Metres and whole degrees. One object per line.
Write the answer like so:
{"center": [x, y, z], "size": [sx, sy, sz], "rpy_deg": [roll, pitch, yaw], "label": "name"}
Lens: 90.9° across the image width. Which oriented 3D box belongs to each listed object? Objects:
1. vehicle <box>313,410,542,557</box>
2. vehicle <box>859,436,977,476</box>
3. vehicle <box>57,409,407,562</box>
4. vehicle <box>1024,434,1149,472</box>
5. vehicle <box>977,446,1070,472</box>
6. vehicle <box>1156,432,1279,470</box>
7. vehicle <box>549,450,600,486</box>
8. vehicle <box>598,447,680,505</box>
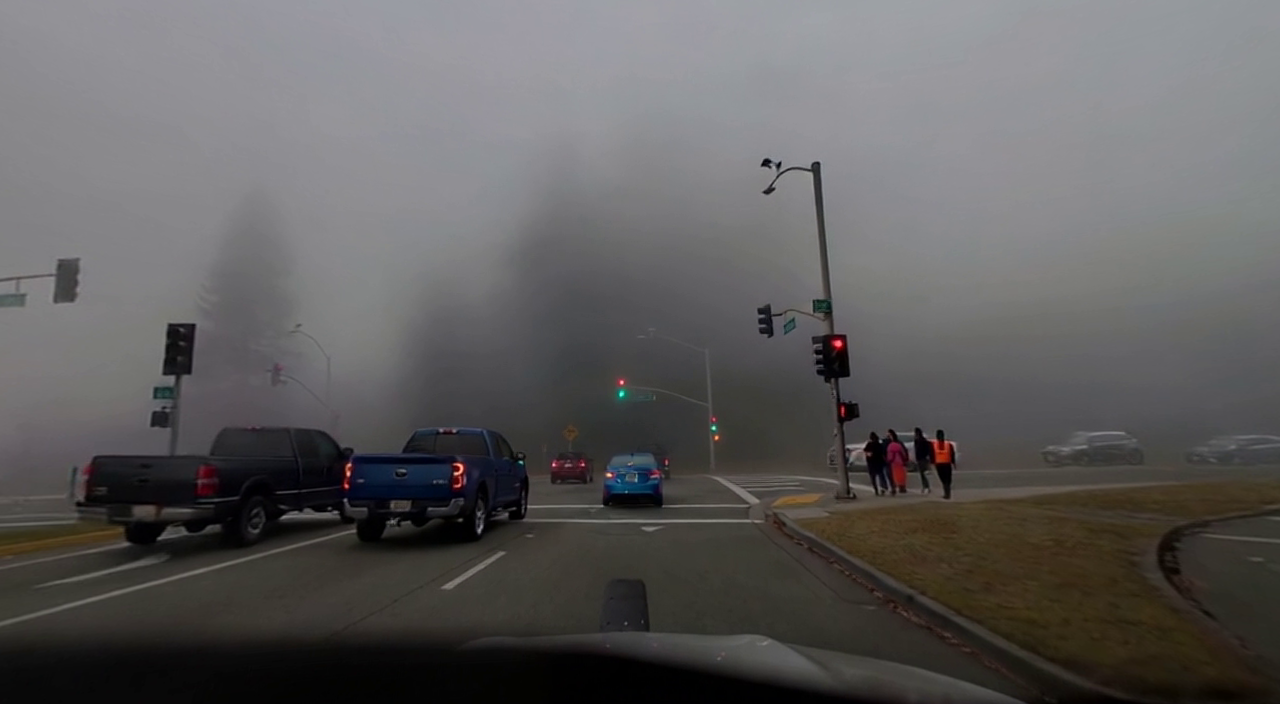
{"center": [-3.250, 2.138, 11.044], "size": [2.202, 1.961, 4.980], "rpy_deg": [0, -9, 1], "label": "vehicle"}
{"center": [12.454, 4.704, 28.488], "size": [4.394, 1.724, 1.886], "rpy_deg": [0, -9, 1], "label": "vehicle"}
{"center": [-6.564, 2.232, 11.468], "size": [2.544, 2.018, 5.893], "rpy_deg": [0, -9, -2], "label": "vehicle"}
{"center": [22.208, 5.027, 31.483], "size": [4.529, 1.786, 2.110], "rpy_deg": [0, -9, 2], "label": "vehicle"}
{"center": [21.408, 5.971, 35.279], "size": [3.983, 1.443, 1.831], "rpy_deg": [0, -9, 1], "label": "vehicle"}
{"center": [29.210, 4.927, 31.440], "size": [4.967, 1.794, 2.044], "rpy_deg": [0, -9, 3], "label": "vehicle"}
{"center": [-3.234, 5.846, 32.152], "size": [2.003, 1.655, 4.878], "rpy_deg": [0, -9, 1], "label": "vehicle"}
{"center": [0.025, 3.585, 18.723], "size": [2.144, 1.497, 4.446], "rpy_deg": [0, -9, 1], "label": "vehicle"}
